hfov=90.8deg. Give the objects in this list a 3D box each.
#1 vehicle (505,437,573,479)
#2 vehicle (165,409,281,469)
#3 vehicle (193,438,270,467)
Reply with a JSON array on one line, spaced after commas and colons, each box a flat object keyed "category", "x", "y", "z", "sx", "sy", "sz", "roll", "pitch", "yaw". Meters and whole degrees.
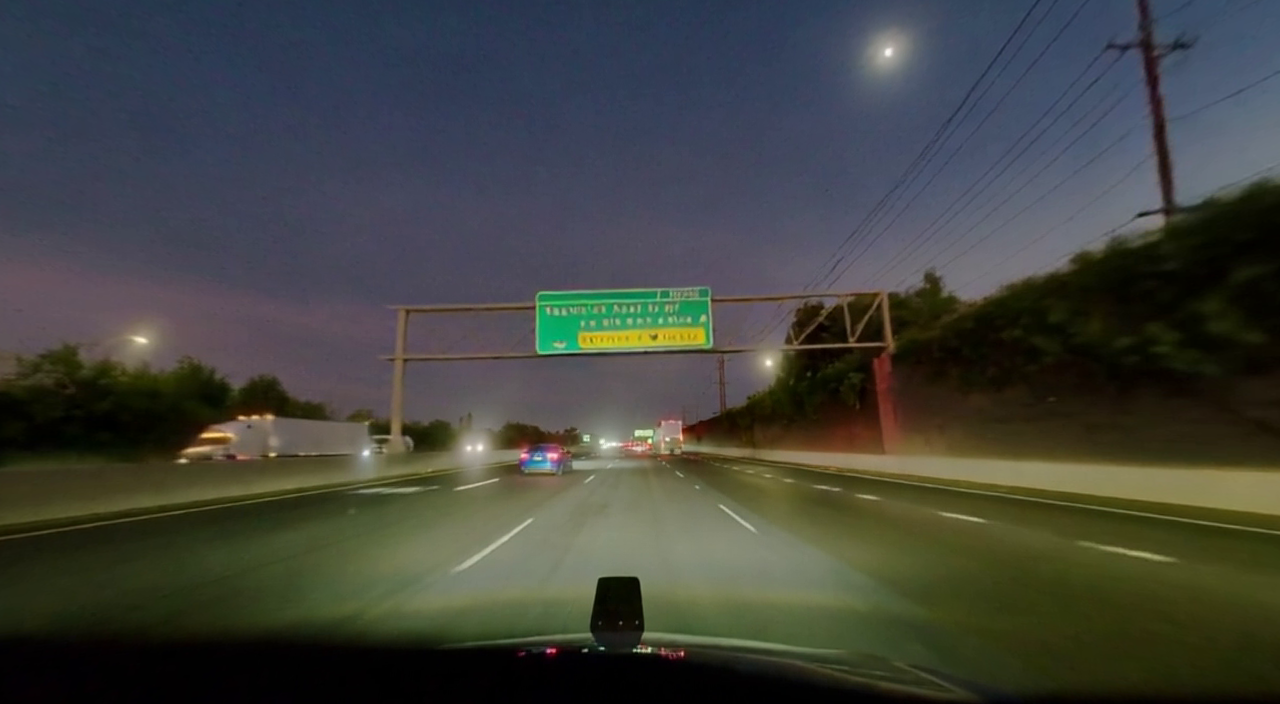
[{"category": "vehicle", "x": -3.941, "y": 4.232, "z": 25.442, "sx": 2.009, "sy": 1.533, "sz": 4.175, "roll": 0, "pitch": -9, "yaw": 1}, {"category": "vehicle", "x": -28.772, "y": 6.097, "z": 44.092, "sx": 3.100, "sy": 3.824, "sz": 7.025, "roll": 0, "pitch": -9, "yaw": 0}, {"category": "vehicle", "x": -21.172, "y": 5.236, "z": 32.901, "sx": 1.567, "sy": 1.418, "sz": 3.532, "roll": 0, "pitch": -9, "yaw": 1}]
